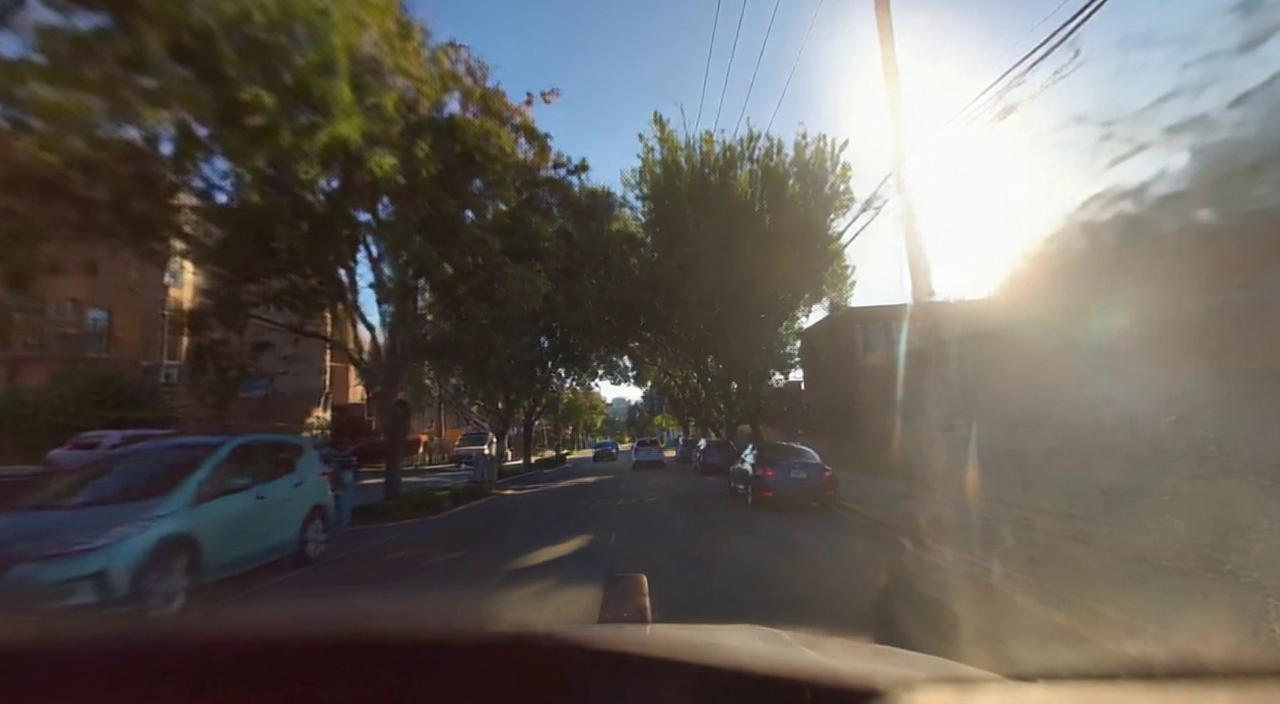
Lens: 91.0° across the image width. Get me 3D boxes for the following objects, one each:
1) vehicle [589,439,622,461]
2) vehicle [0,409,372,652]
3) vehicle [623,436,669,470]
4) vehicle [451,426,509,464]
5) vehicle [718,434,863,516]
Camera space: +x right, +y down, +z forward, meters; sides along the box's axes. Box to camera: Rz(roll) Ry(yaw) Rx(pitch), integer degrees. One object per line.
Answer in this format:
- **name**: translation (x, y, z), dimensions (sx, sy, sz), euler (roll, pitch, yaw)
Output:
- **vehicle**: translation (-2.345, 6.782, 43.815), dimensions (1.955, 1.463, 4.323), euler (0, -8, 1)
- **vehicle**: translation (-4.452, 1.440, 6.338), dimensions (1.911, 1.573, 3.637), euler (1, -4, 0)
- **vehicle**: translation (0.278, 4.851, 30.404), dimensions (2.095, 1.510, 3.605), euler (0, -8, 0)
- **vehicle**: translation (-8.375, 4.859, 33.388), dimensions (2.010, 1.747, 4.266), euler (-1, -5, -1)
- **vehicle**: translation (3.054, 2.596, 13.855), dimensions (2.086, 1.498, 4.280), euler (0, -8, -1)
